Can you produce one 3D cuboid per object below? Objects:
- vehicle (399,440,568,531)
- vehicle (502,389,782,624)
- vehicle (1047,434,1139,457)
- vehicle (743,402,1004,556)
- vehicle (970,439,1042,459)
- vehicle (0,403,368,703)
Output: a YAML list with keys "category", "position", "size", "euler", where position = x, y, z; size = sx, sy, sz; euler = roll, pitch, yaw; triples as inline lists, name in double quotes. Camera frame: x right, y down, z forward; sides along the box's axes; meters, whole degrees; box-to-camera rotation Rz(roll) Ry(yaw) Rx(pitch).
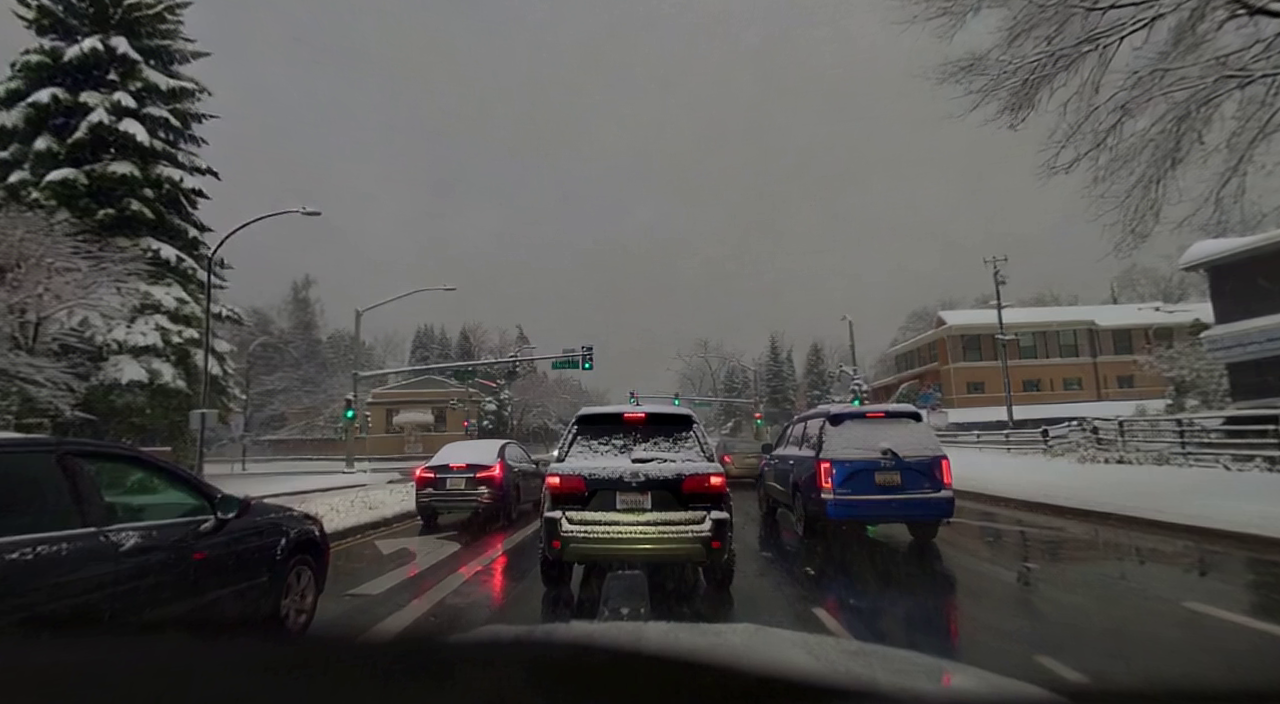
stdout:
- category: "vehicle"
  position: [-2.813, 2.512, 12.585]
  size: [2.072, 1.450, 4.612]
  euler: [0, -8, 1]
- category: "vehicle"
  position: [0.030, 1.457, 6.810]
  size: [2.113, 1.768, 3.901]
  euler: [0, -8, 0]
- category: "vehicle"
  position: [32.764, 6.769, 45.725]
  size: [4.869, 1.622, 2.230]
  euler: [0, -8, 0]
- category: "vehicle"
  position: [3.346, 1.982, 10.615]
  size: [2.408, 1.908, 5.355]
  euler: [0, -8, 1]
- category: "vehicle"
  position: [26.528, 7.025, 45.808]
  size: [4.180, 1.376, 1.583]
  euler: [0, -8, 2]
- category: "vehicle"
  position: [-3.068, 0.984, 2.542]
  size: [1.909, 1.476, 4.751]
  euler: [0, -8, -1]
